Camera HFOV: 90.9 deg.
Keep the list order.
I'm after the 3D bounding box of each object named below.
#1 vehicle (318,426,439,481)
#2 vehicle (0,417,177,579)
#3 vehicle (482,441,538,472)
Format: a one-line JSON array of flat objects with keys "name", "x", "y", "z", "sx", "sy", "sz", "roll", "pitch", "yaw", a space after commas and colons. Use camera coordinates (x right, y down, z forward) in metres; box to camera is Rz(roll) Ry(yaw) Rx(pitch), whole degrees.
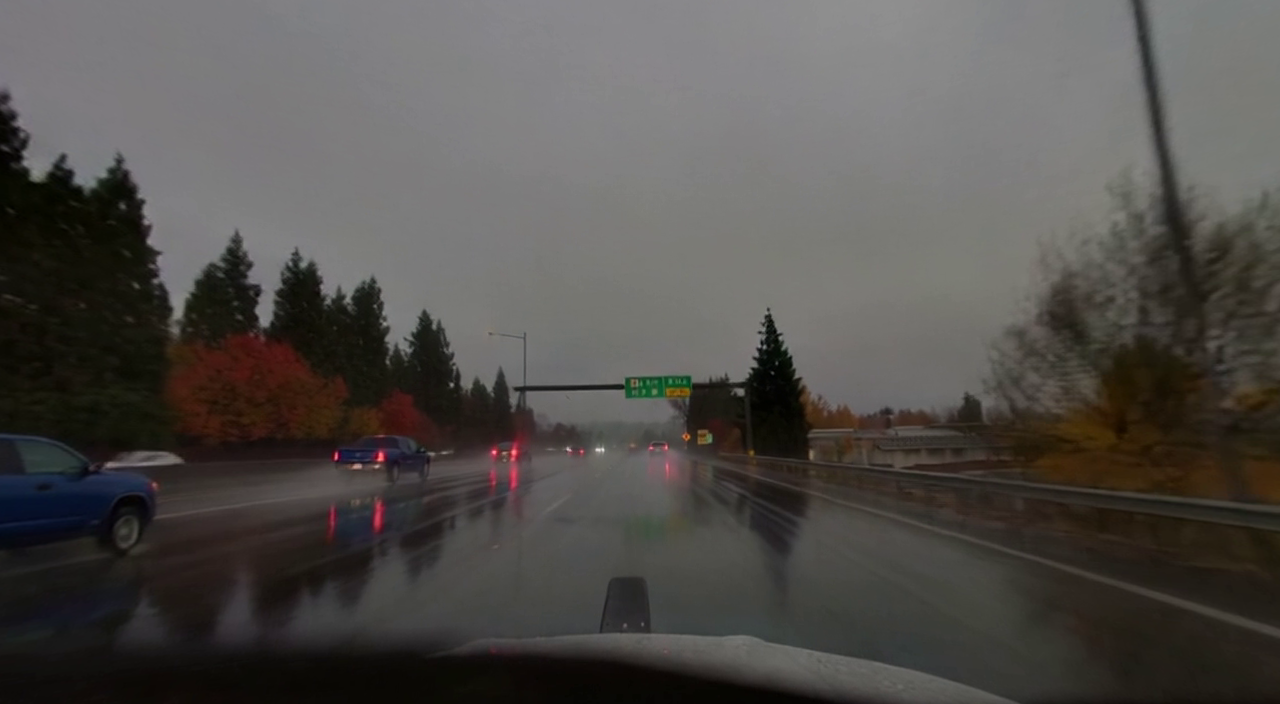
[{"name": "vehicle", "x": -10.567, "y": 4.165, "z": 26.152, "sx": 2.347, "sy": 1.984, "sz": 5.778, "roll": 0, "pitch": -8, "yaw": 2}, {"name": "vehicle", "x": -7.239, "y": 1.411, "z": 6.044, "sx": 1.965, "sy": 1.567, "sz": 4.686, "roll": 0, "pitch": -8, "yaw": 1}, {"name": "vehicle", "x": -6.693, "y": 5.395, "z": 32.814, "sx": 1.919, "sy": 1.499, "sz": 4.234, "roll": 0, "pitch": -8, "yaw": 1}]
